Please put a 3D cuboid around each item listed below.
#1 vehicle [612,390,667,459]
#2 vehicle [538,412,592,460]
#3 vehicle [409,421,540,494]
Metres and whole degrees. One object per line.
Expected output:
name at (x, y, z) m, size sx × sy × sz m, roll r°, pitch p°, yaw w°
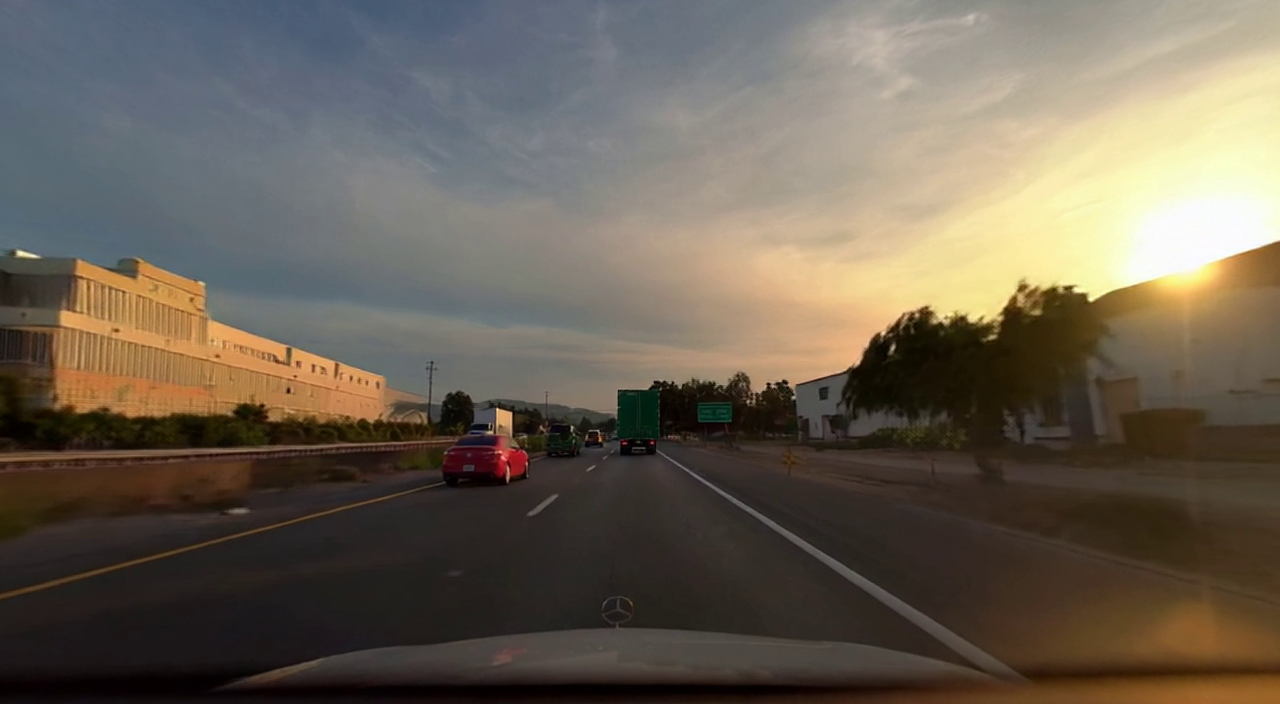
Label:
vehicle at (-0.156, 4.976, 42.410) m, size 3.259 × 4.066 × 9.891 m, roll 0°, pitch -8°, yaw -1°
vehicle at (-4.564, 5.333, 39.850) m, size 2.717 × 2.714 × 6.997 m, roll 0°, pitch -8°, yaw -1°
vehicle at (-4.123, 2.705, 16.697) m, size 2.005 × 1.602 × 5.131 m, roll 0°, pitch -8°, yaw 1°
